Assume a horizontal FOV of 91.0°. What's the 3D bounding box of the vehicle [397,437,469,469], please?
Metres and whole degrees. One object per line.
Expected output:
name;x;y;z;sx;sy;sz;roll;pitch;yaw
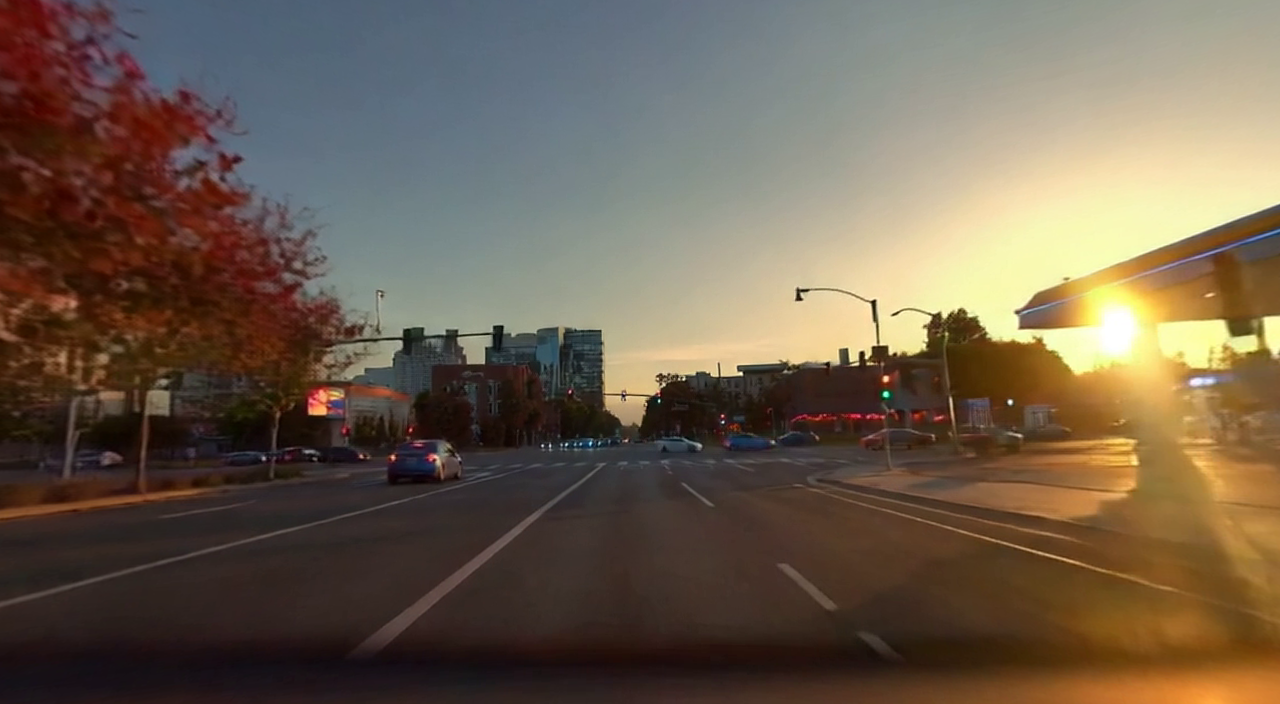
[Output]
vehicle;-10.066;4.926;30.993;1.899;1.460;4.880;0;-8;0

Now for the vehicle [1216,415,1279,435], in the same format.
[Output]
vehicle;47.300;5.549;47.979;4.849;1.464;1.777;-1;-8;3

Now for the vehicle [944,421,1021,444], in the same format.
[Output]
vehicle;26.895;6.362;49.551;4.864;1.566;1.807;-3;-8;3

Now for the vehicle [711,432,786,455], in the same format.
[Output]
vehicle;7.476;6.351;43.690;4.885;1.503;1.845;-1;-8;3
